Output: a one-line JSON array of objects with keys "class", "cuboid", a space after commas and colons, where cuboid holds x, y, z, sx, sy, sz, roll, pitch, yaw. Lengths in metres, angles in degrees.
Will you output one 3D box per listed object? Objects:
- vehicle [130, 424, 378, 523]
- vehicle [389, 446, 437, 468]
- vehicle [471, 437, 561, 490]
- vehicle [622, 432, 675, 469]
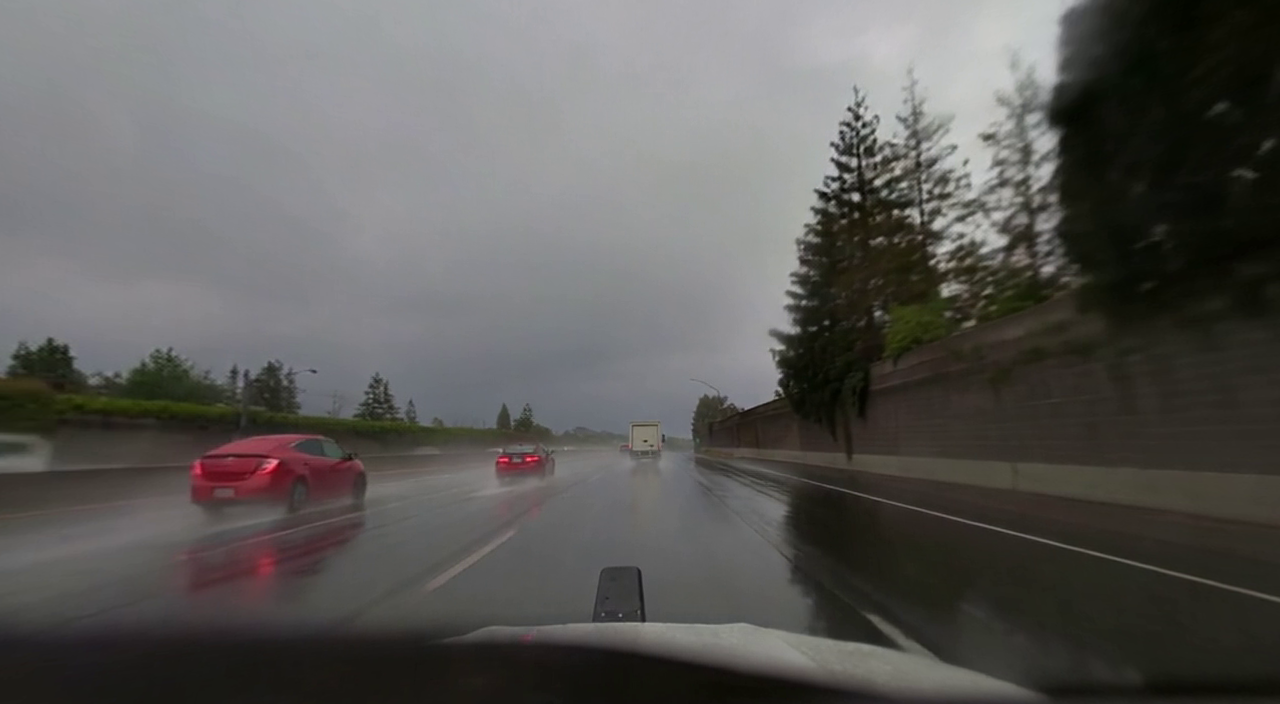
[{"class": "vehicle", "cuboid": [-7.620, 2.435, 13.210, 2.189, 1.673, 4.699, 0, -8, 0]}, {"class": "vehicle", "cuboid": [-17.245, 7.991, 48.052, 1.834, 1.546, 4.518, 0, -9, 1]}, {"class": "vehicle", "cuboid": [-3.811, 3.510, 20.187, 2.000, 1.512, 4.371, 0, -8, 0]}, {"class": "vehicle", "cuboid": [0.436, 5.728, 36.733, 2.856, 1.994, 4.931, 0, -8, -1]}]
